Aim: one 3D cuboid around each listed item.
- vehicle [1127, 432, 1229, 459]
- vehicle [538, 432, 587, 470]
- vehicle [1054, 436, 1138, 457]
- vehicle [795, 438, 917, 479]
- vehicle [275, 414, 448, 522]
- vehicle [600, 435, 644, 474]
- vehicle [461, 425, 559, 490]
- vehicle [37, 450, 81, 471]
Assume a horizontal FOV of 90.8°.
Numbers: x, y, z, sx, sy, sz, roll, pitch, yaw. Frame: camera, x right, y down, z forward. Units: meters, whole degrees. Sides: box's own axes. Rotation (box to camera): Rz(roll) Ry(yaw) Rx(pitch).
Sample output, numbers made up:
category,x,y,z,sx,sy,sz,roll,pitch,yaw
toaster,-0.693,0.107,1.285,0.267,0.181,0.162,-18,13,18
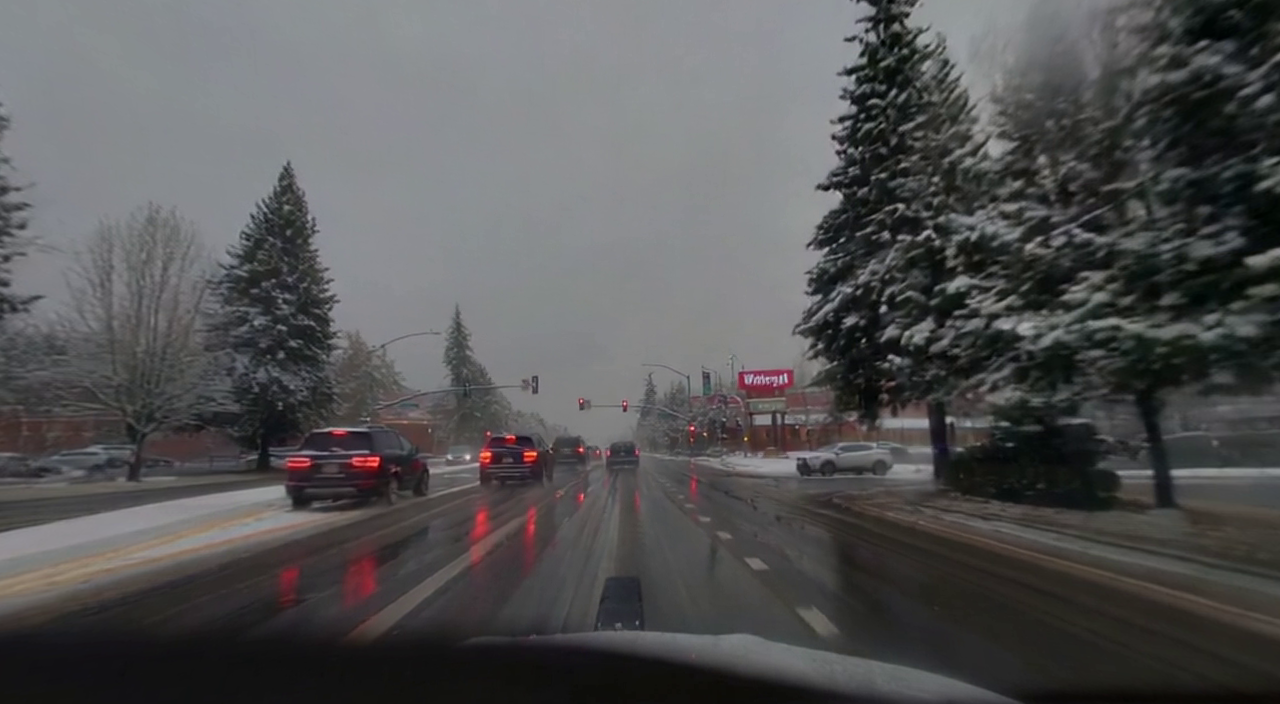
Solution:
category,x,y,z,sx,sy,sz,roll,pitch,yaw
vehicle,31.750,5.529,37.363,4.352,1.482,1.954,1,-8,-3
vehicle,-4.373,5.687,36.554,2.252,1.999,5.605,0,-8,-2
vehicle,31.928,6.608,44.328,4.438,1.423,1.897,0,-8,-1
vehicle,9.668,4.734,28.414,4.734,1.726,2.039,2,-8,-12
vehicle,-5.451,2.307,13.144,2.093,1.803,4.668,1,-8,-9
vehicle,-0.894,5.083,31.717,2.061,1.809,4.141,0,-8,-1
vehicle,-4.105,3.428,20.901,2.159,1.877,4.925,0,-8,0
vehicle,-45.645,8.497,49.720,1.970,1.508,4.687,6,-10,-37
